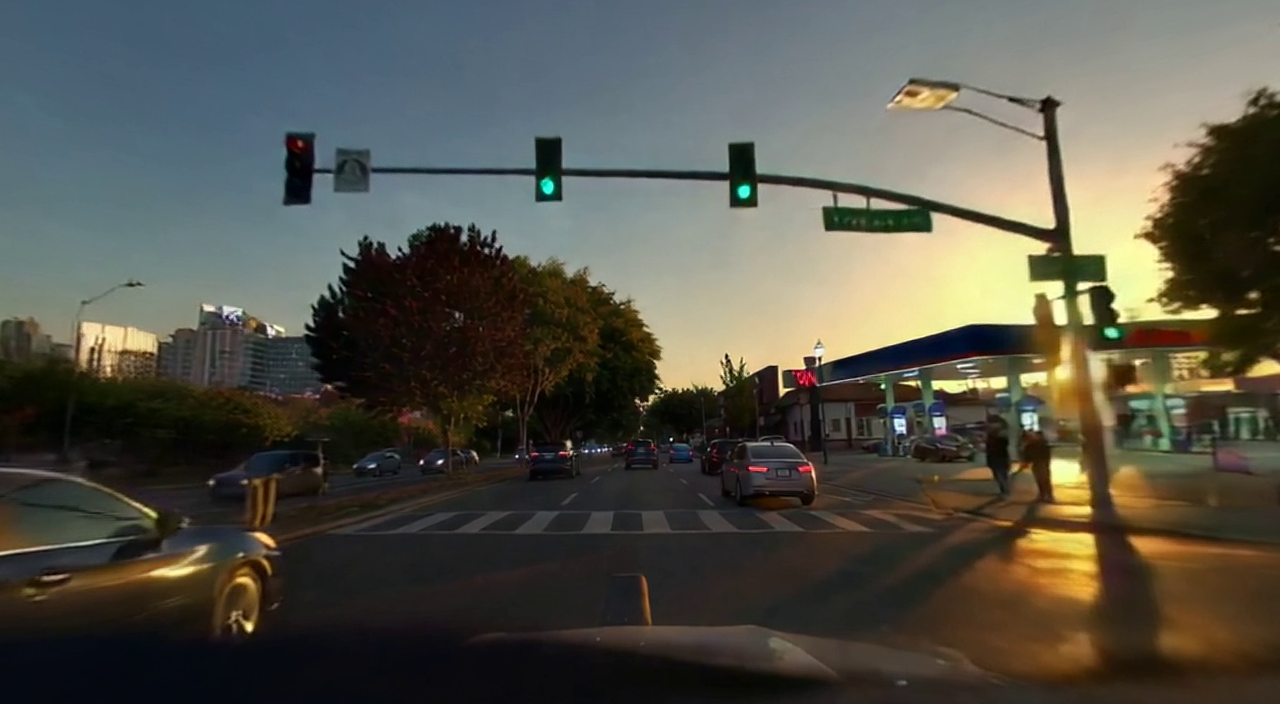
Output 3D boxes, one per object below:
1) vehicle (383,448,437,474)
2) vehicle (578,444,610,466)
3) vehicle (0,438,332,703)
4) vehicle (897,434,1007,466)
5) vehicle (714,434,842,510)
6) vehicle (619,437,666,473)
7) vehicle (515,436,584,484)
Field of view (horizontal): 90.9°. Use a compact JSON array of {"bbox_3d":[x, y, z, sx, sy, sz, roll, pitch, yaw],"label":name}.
[{"bbox_3d":[-15.116,7.153,41.642,1.905,1.613,4.331,0,-8,1],"label":"vehicle"},{"bbox_3d":[-3.204,7.223,44.500,1.901,1.483,4.372,0,-8,0],"label":"vehicle"},{"bbox_3d":[-3.310,1.011,2.377,2.013,1.354,4.393,0,-8,1],"label":"vehicle"},{"bbox_3d":[16.579,5.236,33.775,1.860,1.587,4.949,5,-10,-30],"label":"vehicle"},{"bbox_3d":[3.057,2.765,15.022,1.919,1.502,4.572,0,-8,-1],"label":"vehicle"},{"bbox_3d":[0.105,5.182,31.760,2.192,1.674,4.124,0,-8,0],"label":"vehicle"},{"bbox_3d":[-3.323,4.047,23.929,1.988,1.645,3.995,0,-8,1],"label":"vehicle"}]
